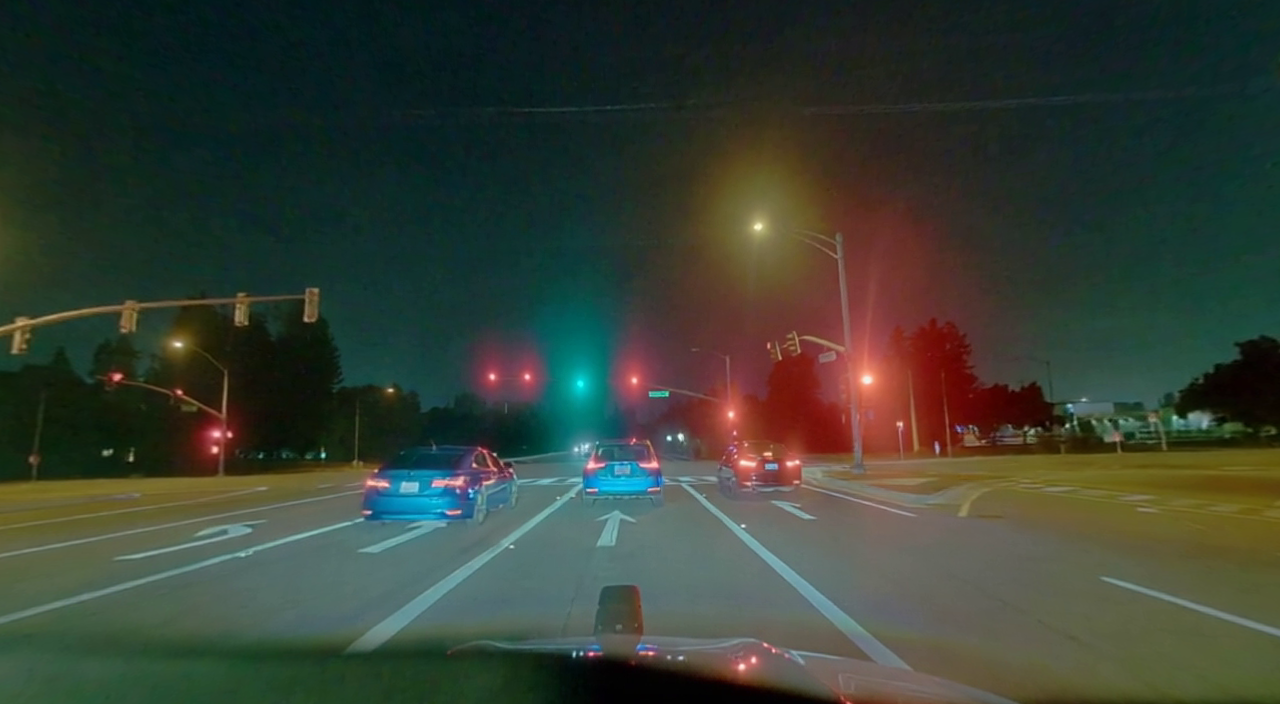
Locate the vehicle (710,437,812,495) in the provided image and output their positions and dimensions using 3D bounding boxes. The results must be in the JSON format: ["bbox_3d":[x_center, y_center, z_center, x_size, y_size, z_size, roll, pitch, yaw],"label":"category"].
[{"bbox_3d":[3.288,3.191,18.119,1.970,1.449,4.433,0,-8,-1],"label":"vehicle"}]

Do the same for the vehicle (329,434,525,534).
[{"bbox_3d":[-3.586,2.303,11.695,2.052,1.472,4.479,0,-8,0],"label":"vehicle"}]

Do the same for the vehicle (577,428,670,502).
[{"bbox_3d":[-0.353,2.776,15.847,2.038,1.599,3.844,0,-8,0],"label":"vehicle"}]
